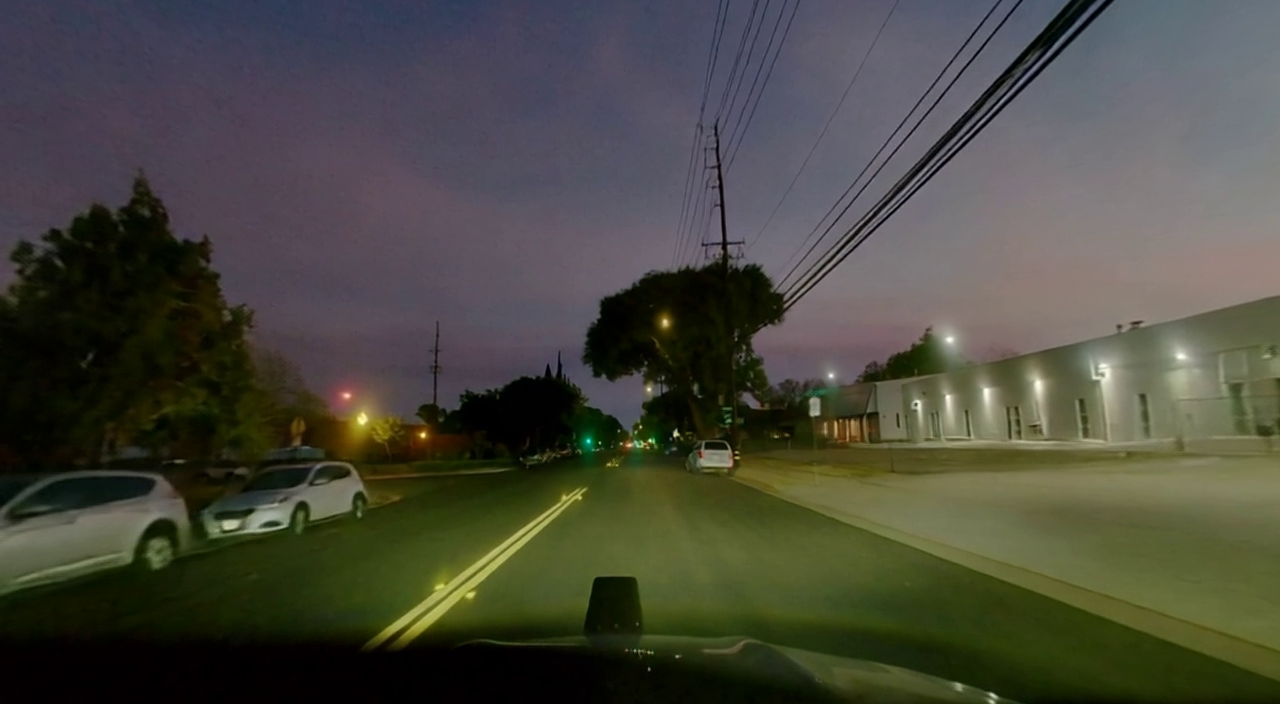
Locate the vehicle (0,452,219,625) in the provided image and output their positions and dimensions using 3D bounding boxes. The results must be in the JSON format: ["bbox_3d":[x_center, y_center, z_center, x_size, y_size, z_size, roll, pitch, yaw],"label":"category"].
[{"bbox_3d":[-6.569,1.803,6.183,1.887,1.460,4.444,-4,-8,0],"label":"vehicle"}]

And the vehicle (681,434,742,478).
[{"bbox_3d":[3.135,4.714,28.893,2.138,1.820,5.218,0,-8,0],"label":"vehicle"}]

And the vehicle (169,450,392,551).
[{"bbox_3d":[-6.530,2.690,12.143,1.804,1.403,4.174,-3,-8,1],"label":"vehicle"}]
